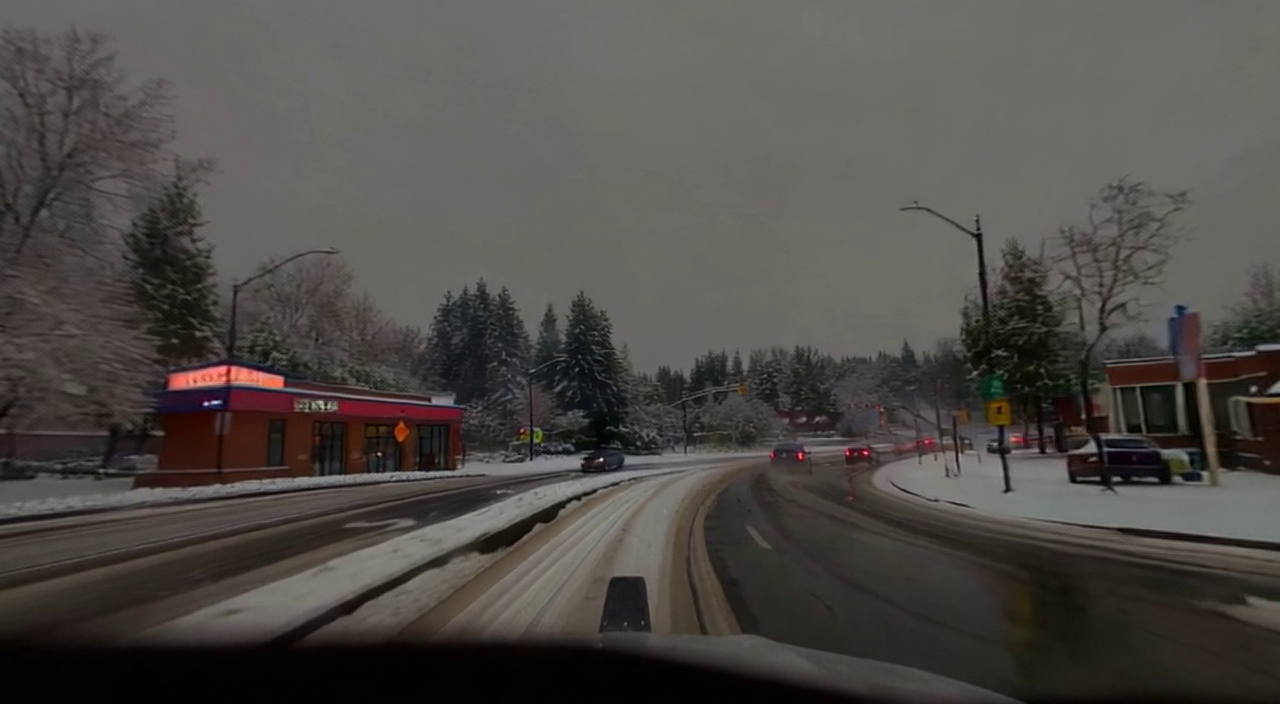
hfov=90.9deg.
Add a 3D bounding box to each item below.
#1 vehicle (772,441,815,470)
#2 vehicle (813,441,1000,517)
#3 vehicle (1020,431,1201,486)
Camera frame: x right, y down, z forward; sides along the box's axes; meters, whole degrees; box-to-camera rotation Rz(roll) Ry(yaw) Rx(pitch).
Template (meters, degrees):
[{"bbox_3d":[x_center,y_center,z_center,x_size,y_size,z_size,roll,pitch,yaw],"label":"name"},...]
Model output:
[{"bbox_3d":[9.807,6.506,39.971,2.311,1.715,4.287,-3,-9,17],"label":"vehicle"},{"bbox_3d":[5.908,2.847,14.718,1.938,1.466,4.434,1,-9,-9],"label":"vehicle"},{"bbox_3d":[16.764,3.809,22.810,4.557,1.825,2.350,-2,-9,13],"label":"vehicle"}]
